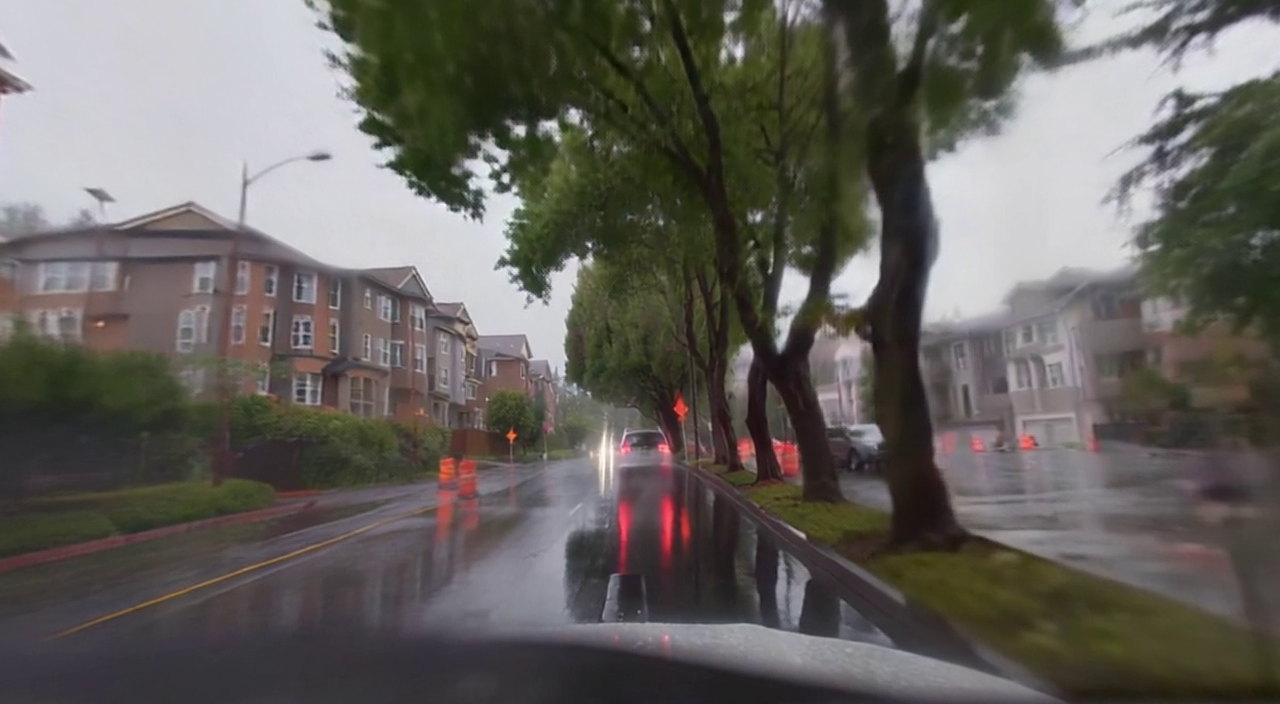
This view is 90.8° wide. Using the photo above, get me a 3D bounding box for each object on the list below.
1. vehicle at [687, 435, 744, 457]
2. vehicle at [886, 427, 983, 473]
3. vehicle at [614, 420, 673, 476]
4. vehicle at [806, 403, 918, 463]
[{"bbox_3d":[5.692,7.091,47.537,3.835,1.584,1.893,4,-9,-27],"label":"vehicle"},{"bbox_3d":[10.695,3.595,23.156,1.698,1.548,2.969,2,-9,-12],"label":"vehicle"},{"bbox_3d":[0.023,3.910,25.702,2.169,2.015,5.206,0,-9,-2],"label":"vehicle"},{"bbox_3d":[9.590,3.739,28.166,2.253,2.306,6.753,-1,-10,-2],"label":"vehicle"}]
